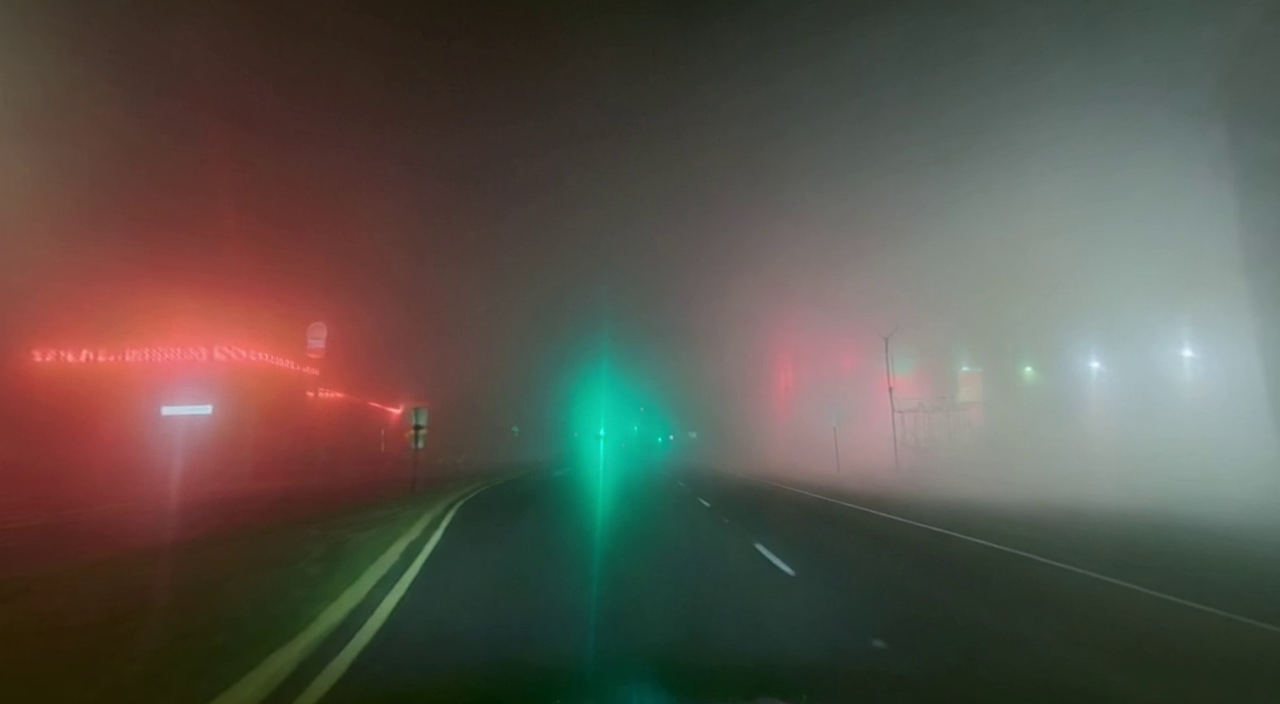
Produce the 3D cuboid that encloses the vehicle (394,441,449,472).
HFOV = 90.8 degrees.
[{"bbox_3d":[-16.008,7.721,46.638,2.246,2.081,5.416,-1,-9,-1],"label":"vehicle"}]
